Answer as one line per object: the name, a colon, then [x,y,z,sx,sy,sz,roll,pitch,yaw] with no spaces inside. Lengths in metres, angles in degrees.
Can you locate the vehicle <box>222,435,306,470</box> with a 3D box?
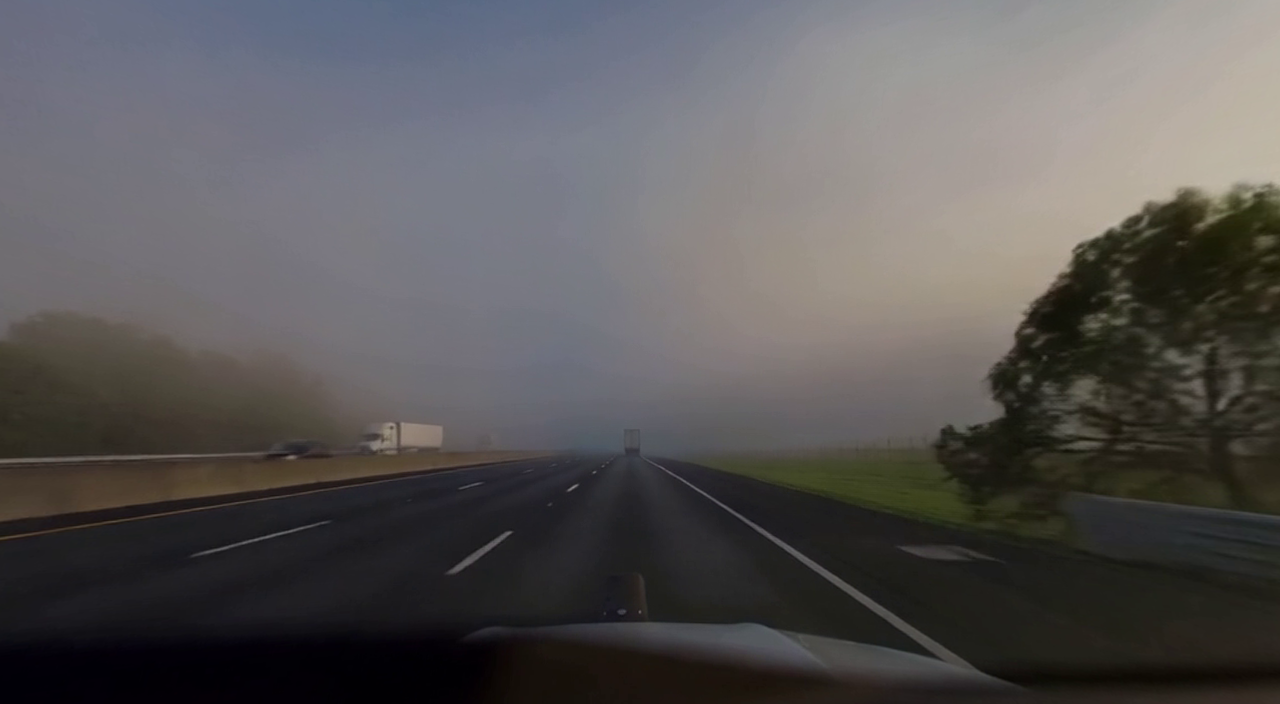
vehicle: [-16.955,4.545,28.632,1.715,1.454,3.326,0,-9,0]
